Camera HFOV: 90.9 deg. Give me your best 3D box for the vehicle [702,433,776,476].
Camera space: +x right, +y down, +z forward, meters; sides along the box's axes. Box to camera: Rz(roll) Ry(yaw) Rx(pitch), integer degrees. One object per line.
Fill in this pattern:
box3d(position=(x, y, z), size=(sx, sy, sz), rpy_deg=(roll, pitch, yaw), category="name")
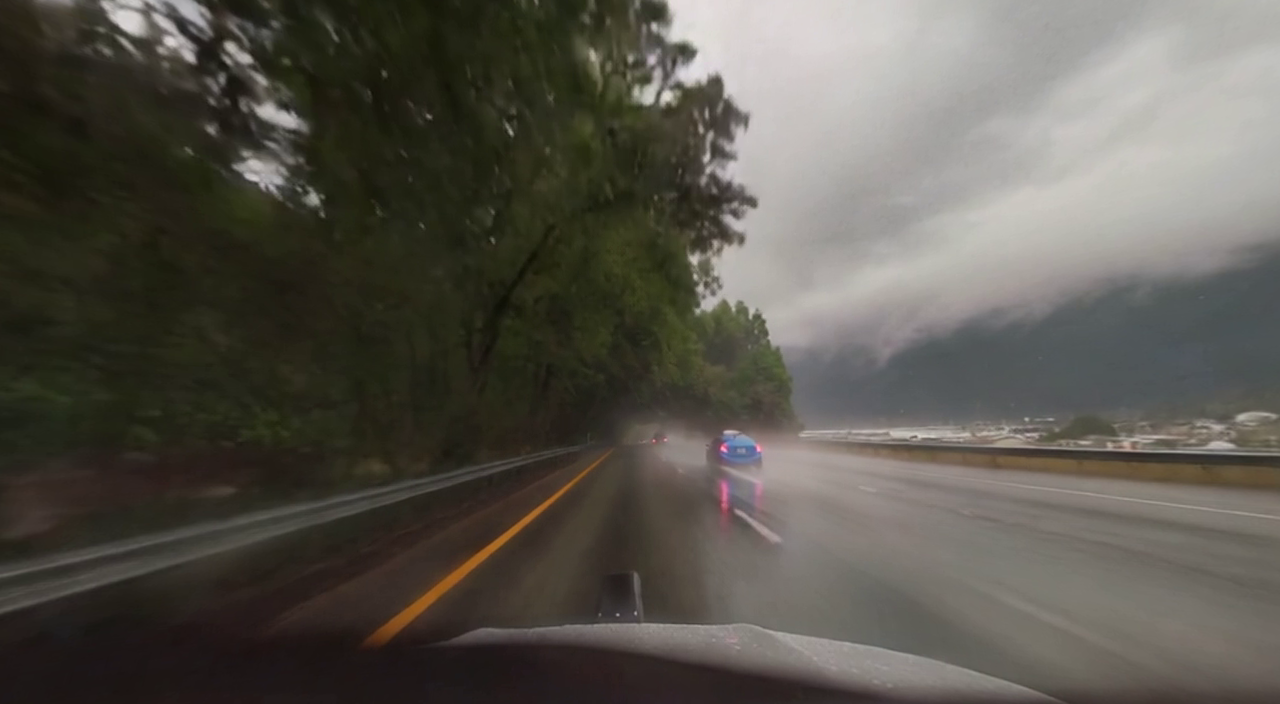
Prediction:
box3d(position=(3.725, 3.947, 24.531), size=(2.017, 1.502, 4.369), rpy_deg=(0, -8, -2), category="vehicle")
